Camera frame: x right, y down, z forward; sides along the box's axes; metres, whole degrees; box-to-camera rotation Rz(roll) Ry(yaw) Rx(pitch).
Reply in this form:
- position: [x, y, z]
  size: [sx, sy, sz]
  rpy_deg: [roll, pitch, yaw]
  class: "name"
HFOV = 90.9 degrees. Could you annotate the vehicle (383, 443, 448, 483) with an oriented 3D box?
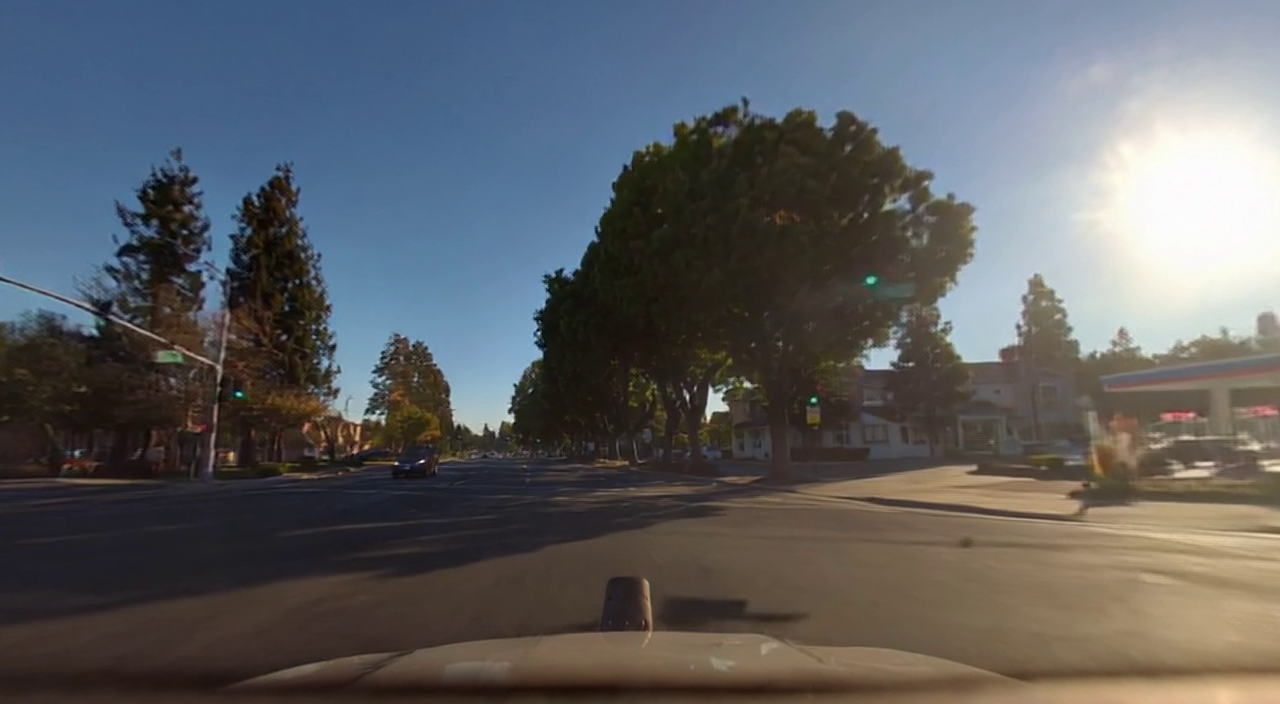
- position: [-10.221, 5.045, 29.051]
  size: [2.048, 1.670, 4.450]
  rpy_deg: [2, -9, -10]
  class: "vehicle"
